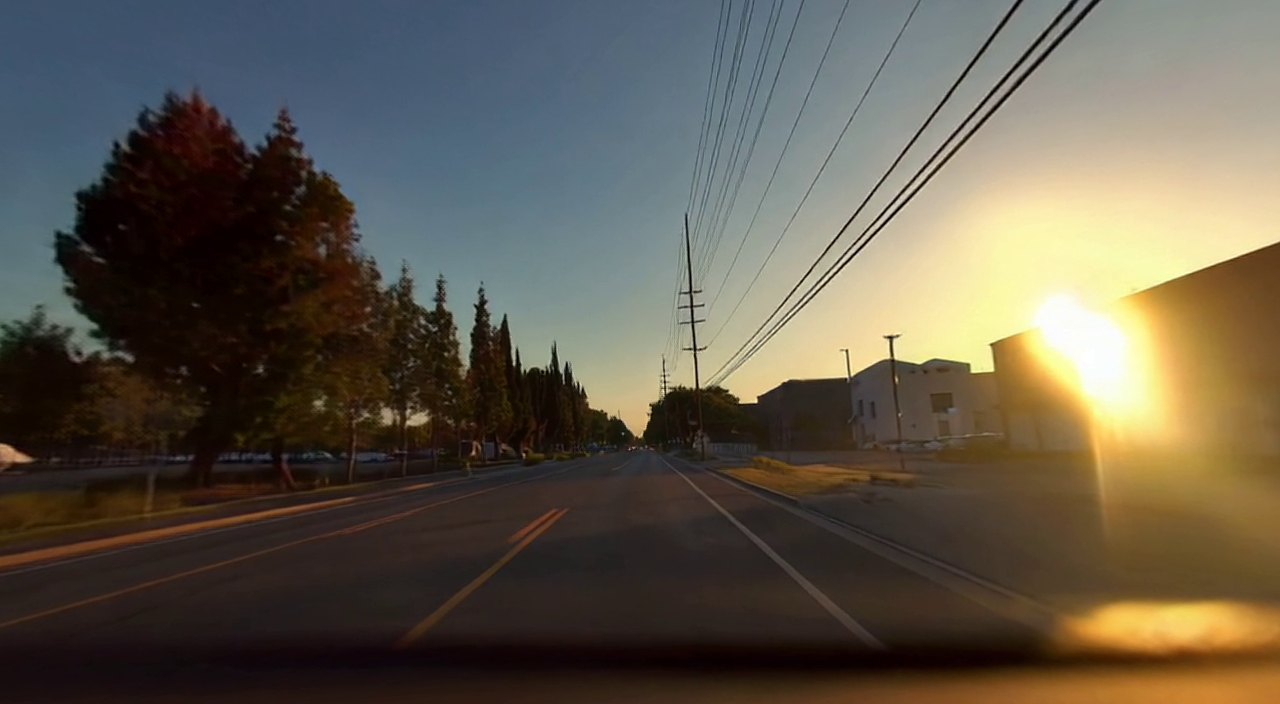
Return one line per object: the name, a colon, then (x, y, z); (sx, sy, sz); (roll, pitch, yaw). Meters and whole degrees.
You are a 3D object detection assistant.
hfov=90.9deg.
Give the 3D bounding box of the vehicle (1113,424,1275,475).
vehicle: (18.512, 3.273, 21.349); (1.875, 1.440, 3.925); (-4, -8, 1)
